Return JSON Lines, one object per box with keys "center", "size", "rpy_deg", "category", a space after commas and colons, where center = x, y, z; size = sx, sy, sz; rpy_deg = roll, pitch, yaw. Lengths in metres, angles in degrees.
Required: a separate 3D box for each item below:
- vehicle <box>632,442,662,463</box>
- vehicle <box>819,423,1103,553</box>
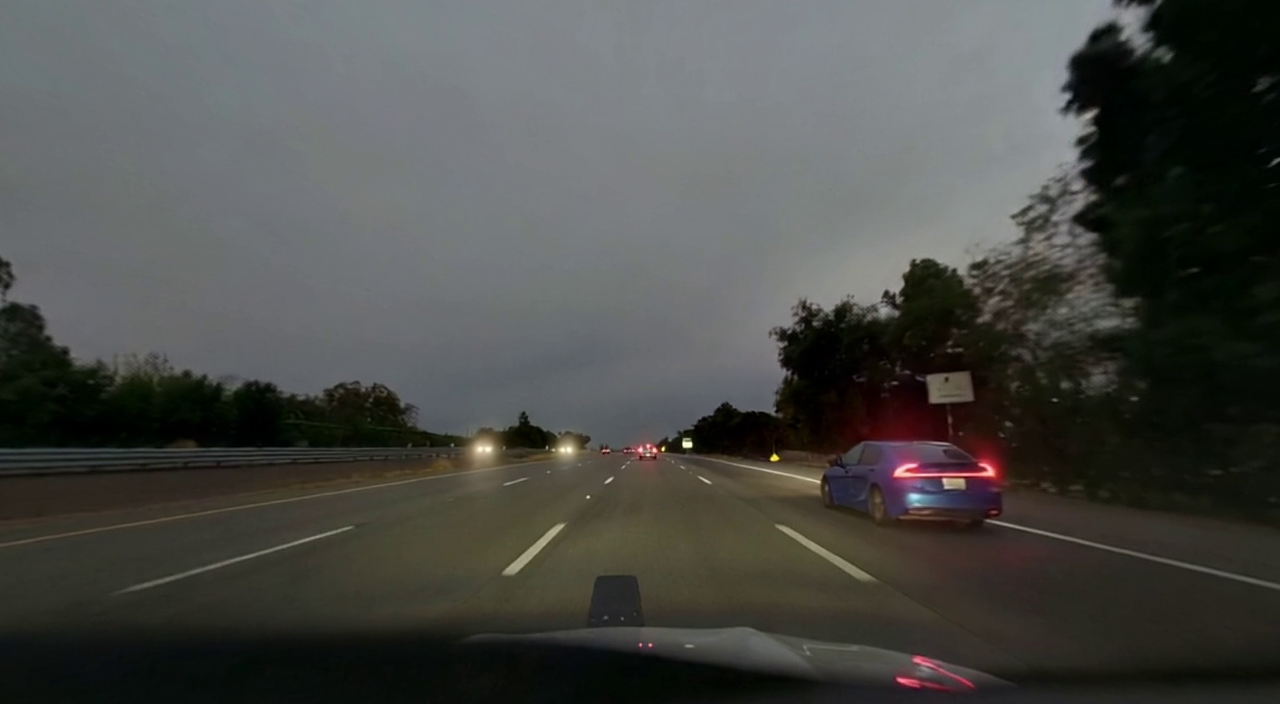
{"center": [0.463, 7.279, 45.541], "size": [2.052, 1.449, 3.857], "rpy_deg": [-1, -8, 0], "category": "vehicle"}
{"center": [4.529, 1.979, 9.910], "size": [2.008, 1.524, 4.598], "rpy_deg": [-1, -8, -1], "category": "vehicle"}
